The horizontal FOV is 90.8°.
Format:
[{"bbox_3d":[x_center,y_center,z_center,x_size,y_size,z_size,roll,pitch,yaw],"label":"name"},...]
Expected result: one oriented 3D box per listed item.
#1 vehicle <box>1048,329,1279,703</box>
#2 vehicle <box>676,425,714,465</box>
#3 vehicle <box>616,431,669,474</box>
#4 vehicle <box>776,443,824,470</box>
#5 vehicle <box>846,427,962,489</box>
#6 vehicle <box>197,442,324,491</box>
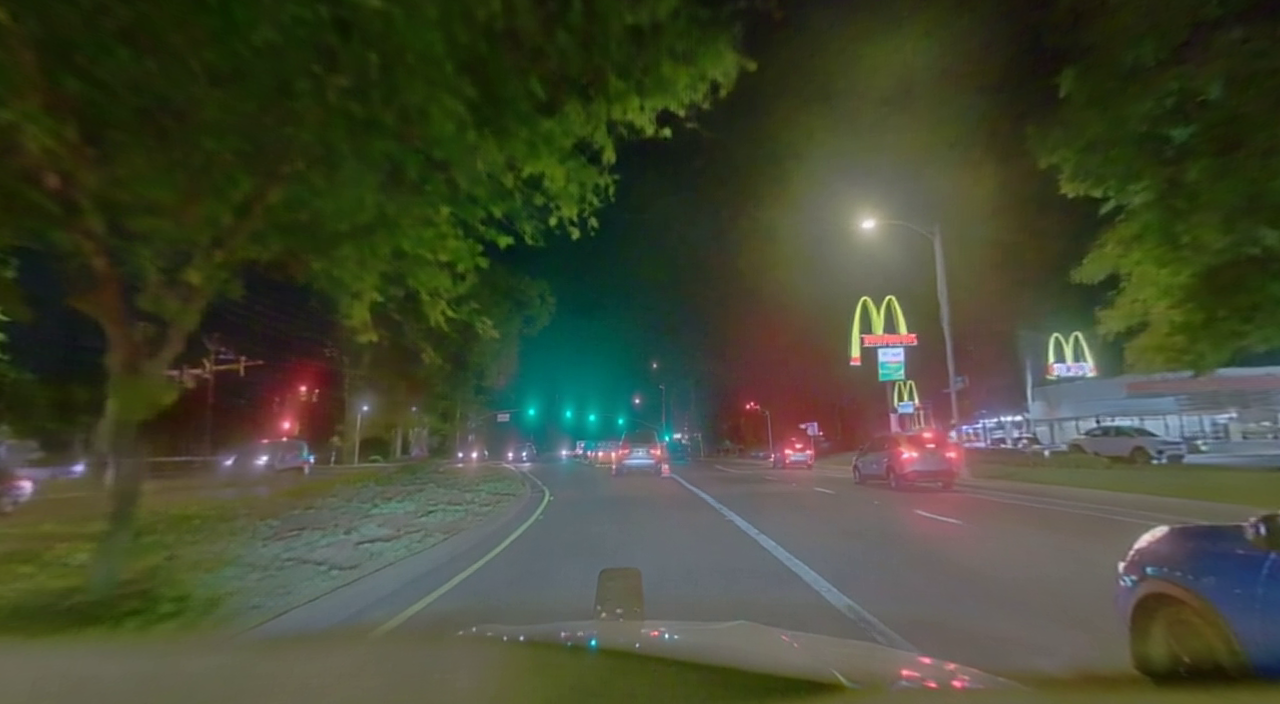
[{"bbox_3d":[3.481,0.636,1.477,2.076,1.716,4.416,0,-8,0],"label":"vehicle"},{"bbox_3d":[3.774,6.528,44.371,2.239,2.586,4.586,0,-8,0],"label":"vehicle"},{"bbox_3d":[0.063,4.920,31.112,2.402,1.938,4.535,0,-8,-1],"label":"vehicle"},{"bbox_3d":[9.345,6.106,37.127,1.879,1.517,4.006,0,-8,2],"label":"vehicle"},{"bbox_3d":[8.378,3.410,20.535,1.977,1.786,4.344,0,-8,2],"label":"vehicle"},{"bbox_3d":[-14.443,4.370,24.405,2.136,1.676,4.371,-1,-9,0],"label":"vehicle"}]
